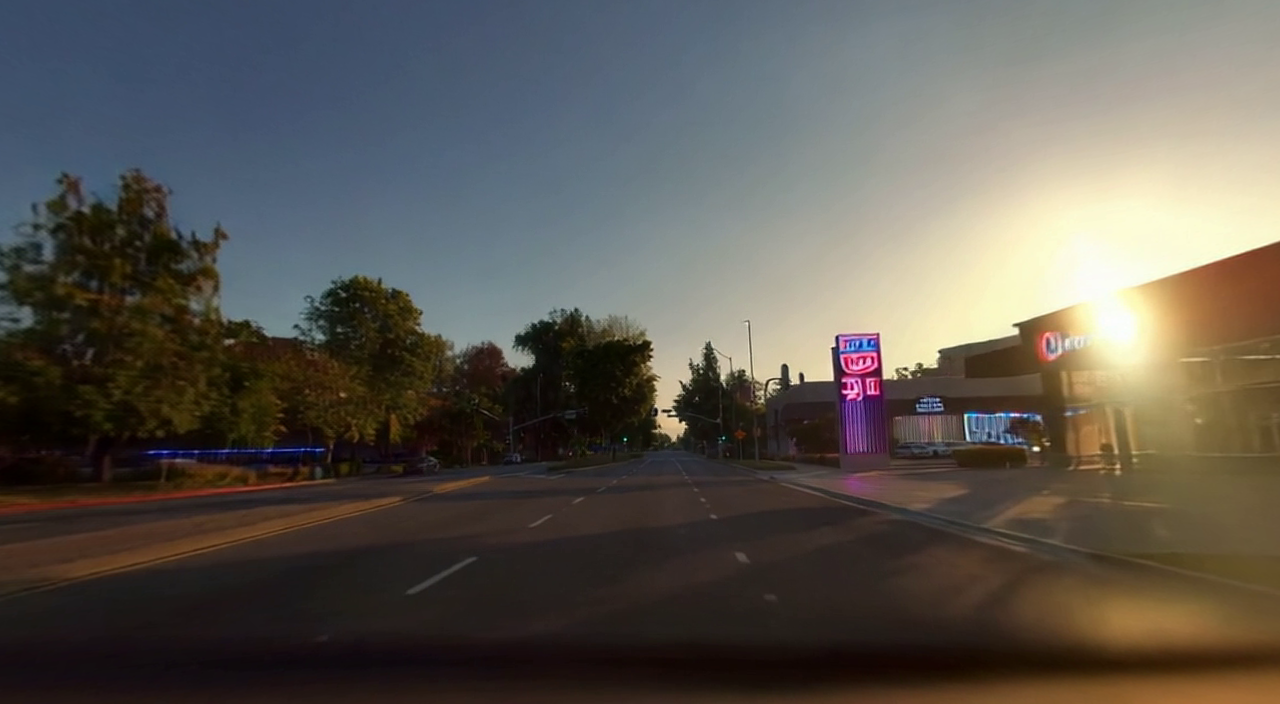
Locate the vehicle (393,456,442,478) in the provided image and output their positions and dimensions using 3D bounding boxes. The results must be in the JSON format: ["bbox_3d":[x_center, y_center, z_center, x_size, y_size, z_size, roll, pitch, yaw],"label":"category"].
[{"bbox_3d":[-16.732,8.658,47.548,1.938,1.465,4.744,-2,-9,1],"label":"vehicle"}]
